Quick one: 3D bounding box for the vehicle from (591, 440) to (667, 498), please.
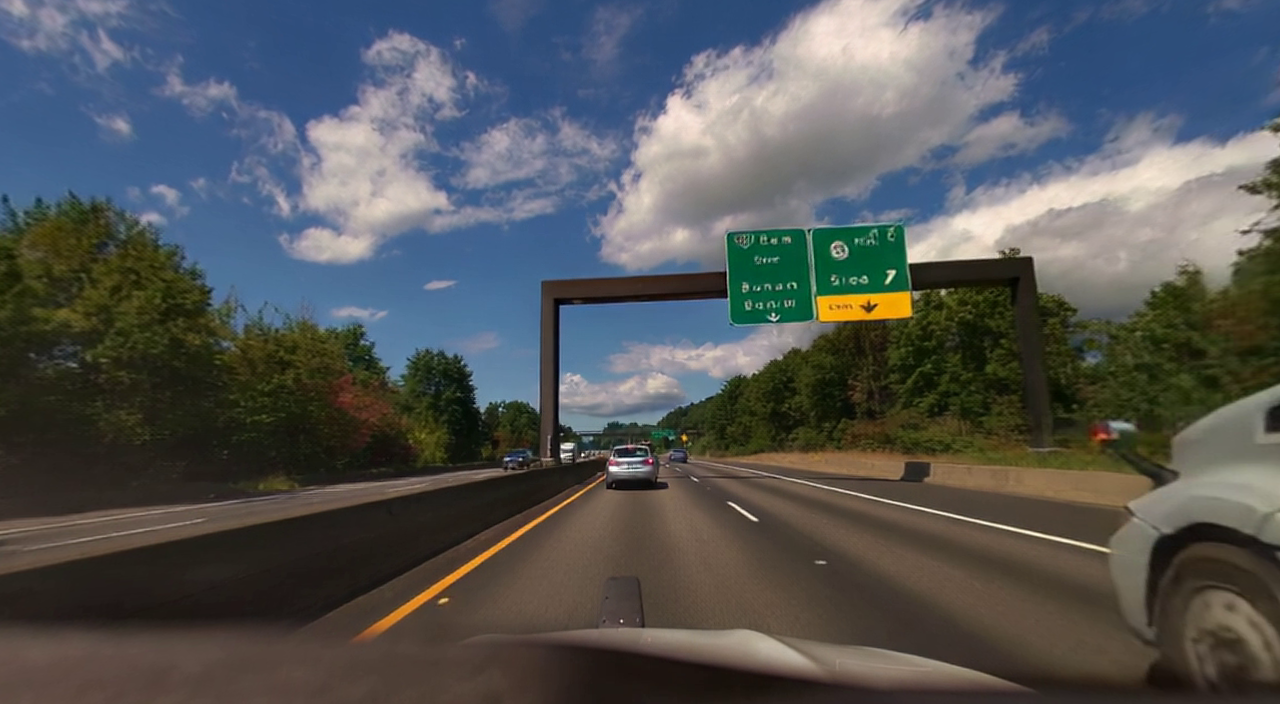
[{"bbox_3d":[-0.311,3.377,18.521,2.003,1.490,3.636,0,-9,0],"label":"vehicle"}]
